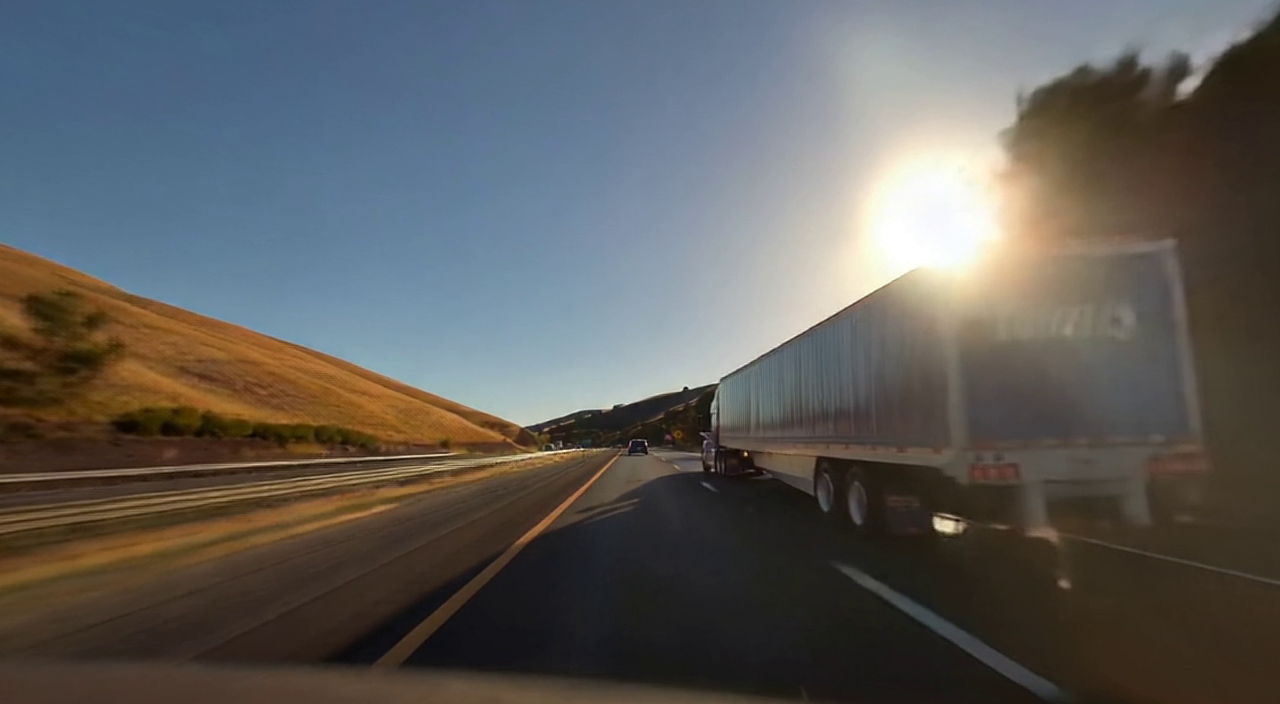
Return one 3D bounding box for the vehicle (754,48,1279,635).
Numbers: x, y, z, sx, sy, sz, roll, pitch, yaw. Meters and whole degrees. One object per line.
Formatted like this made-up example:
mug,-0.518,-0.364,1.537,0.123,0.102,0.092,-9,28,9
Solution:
vehicle,4.182,0.467,9.367,3.039,4.342,9.556,-1,-8,-1
